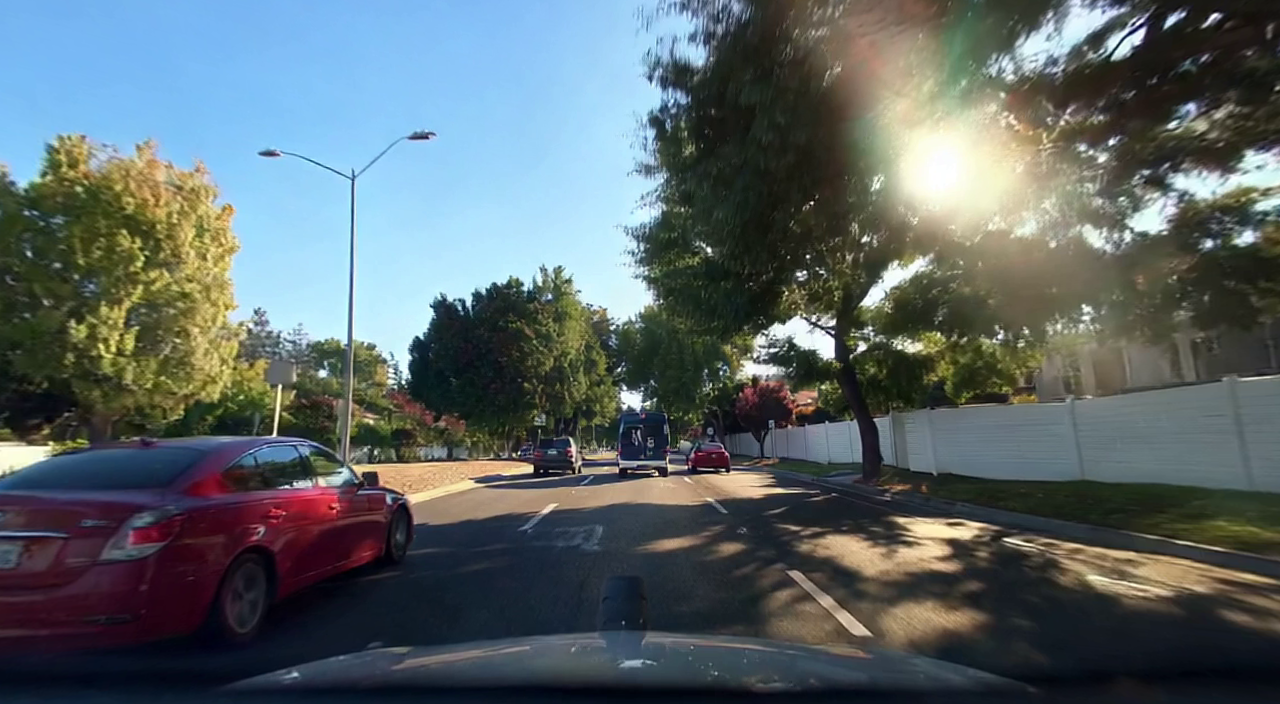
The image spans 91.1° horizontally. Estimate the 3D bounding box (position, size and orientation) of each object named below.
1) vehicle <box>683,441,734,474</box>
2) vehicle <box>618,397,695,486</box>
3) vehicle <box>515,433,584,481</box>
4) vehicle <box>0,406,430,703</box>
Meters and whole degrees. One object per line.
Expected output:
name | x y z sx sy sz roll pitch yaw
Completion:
vehicle | 3.257 5.076 30.521 1.945 1.469 4.258 0 -8 -1
vehicle | 0.414 3.205 22.507 2.311 2.726 5.814 0 -8 -3
vehicle | -3.465 4.101 24.832 2.021 1.715 4.329 0 -8 0
vehicle | -3.563 1.325 5.152 2.036 1.474 4.647 0 -8 0
